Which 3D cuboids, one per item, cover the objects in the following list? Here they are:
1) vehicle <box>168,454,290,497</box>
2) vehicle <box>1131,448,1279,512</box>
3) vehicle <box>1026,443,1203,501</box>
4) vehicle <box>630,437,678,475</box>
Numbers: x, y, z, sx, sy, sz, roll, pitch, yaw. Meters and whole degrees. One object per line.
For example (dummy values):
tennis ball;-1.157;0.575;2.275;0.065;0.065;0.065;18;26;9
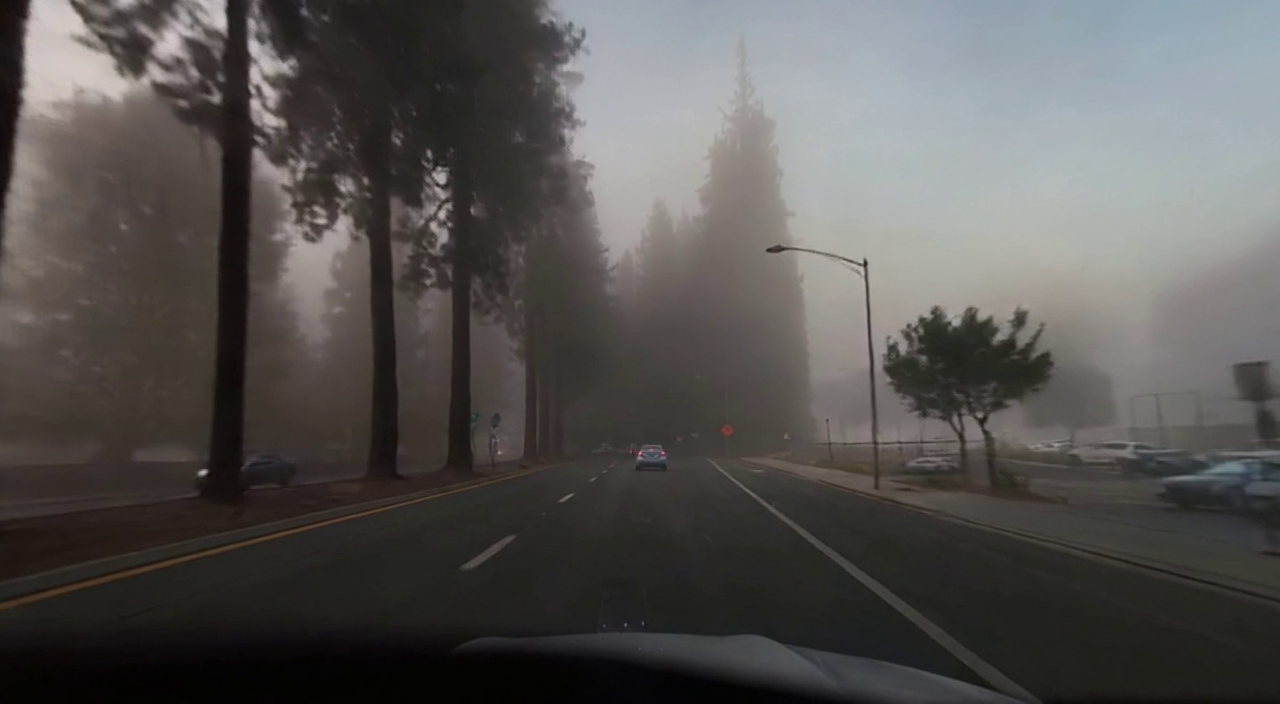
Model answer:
vehicle;-16.284;4.883;25.298;1.895;1.513;4.362;0;-9;1
vehicle;15.373;3.177;15.863;4.400;1.480;1.824;0;-9;2
vehicle;16.063;4.062;21.501;4.413;1.471;1.823;-5;-7;1
vehicle;0.638;5.014;30.460;2.135;1.691;3.884;0;-9;0
